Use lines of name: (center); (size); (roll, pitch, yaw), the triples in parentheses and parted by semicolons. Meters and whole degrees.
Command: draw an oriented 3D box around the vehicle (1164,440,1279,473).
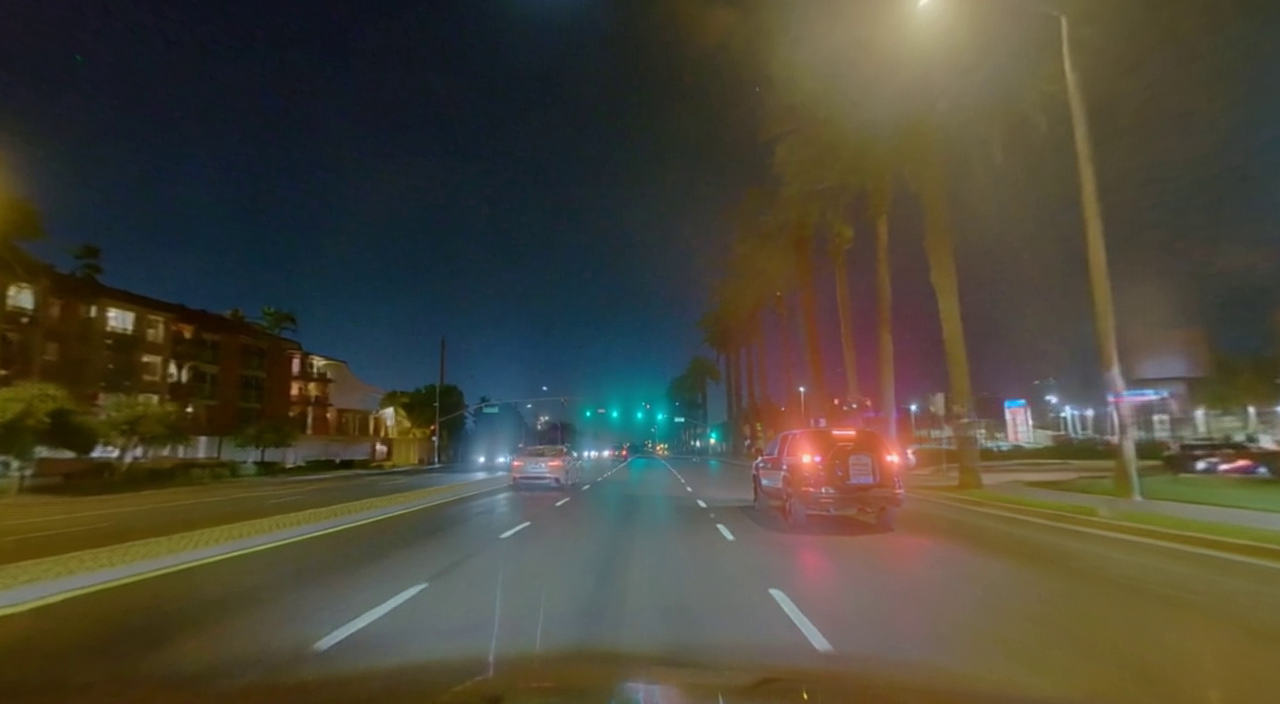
vehicle: (31.827, 5.626, 34.274); (1.947, 1.539, 5.296); (-2, -8, -4)

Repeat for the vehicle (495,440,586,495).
vehicle: (-2.919, 3.503, 19.471); (2.034, 1.498, 3.995); (-1, -9, 2)

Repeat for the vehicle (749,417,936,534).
vehicle: (3.373, 2.152, 11.542); (1.982, 1.711, 4.276); (0, -9, 0)
